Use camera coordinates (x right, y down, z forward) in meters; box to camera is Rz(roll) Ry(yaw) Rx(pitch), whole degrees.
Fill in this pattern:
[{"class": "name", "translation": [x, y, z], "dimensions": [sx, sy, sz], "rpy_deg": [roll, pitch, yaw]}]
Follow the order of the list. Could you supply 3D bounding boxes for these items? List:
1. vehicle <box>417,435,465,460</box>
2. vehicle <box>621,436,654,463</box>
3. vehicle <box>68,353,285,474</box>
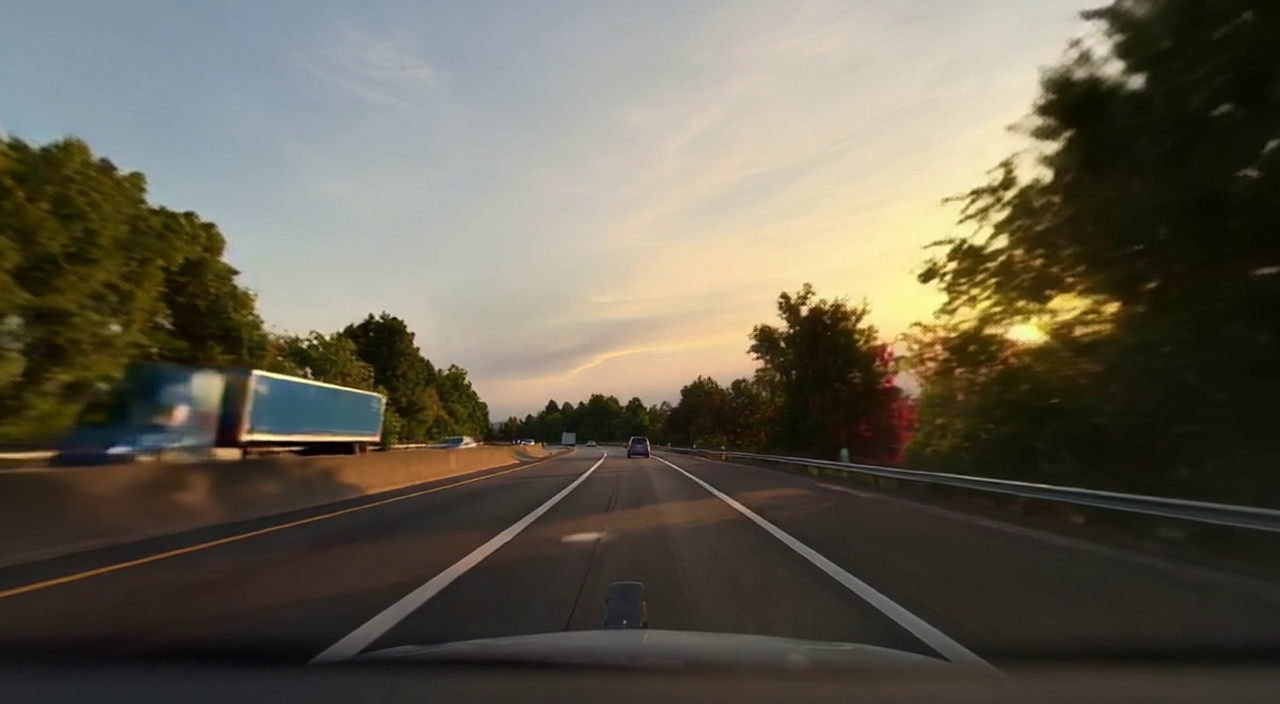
[{"class": "vehicle", "translation": [-12.817, 6.183, 40.810], "dimensions": [1.817, 1.487, 4.134], "rpy_deg": [0, -8, -1]}, {"class": "vehicle", "translation": [-0.231, 6.545, 42.443], "dimensions": [2.079, 1.729, 4.380], "rpy_deg": [0, -8, -2]}, {"class": "vehicle", "translation": [-16.966, 2.466, 23.851], "dimensions": [3.116, 3.942, 6.536], "rpy_deg": [0, -8, -1]}]
